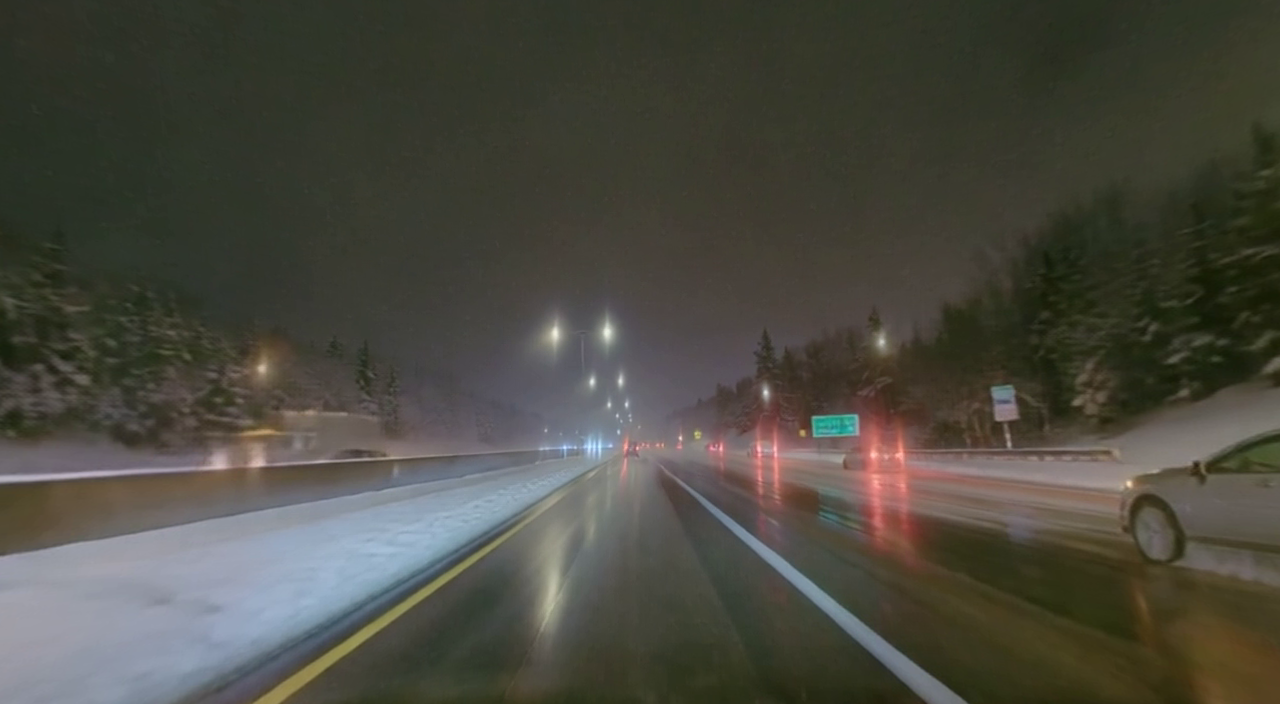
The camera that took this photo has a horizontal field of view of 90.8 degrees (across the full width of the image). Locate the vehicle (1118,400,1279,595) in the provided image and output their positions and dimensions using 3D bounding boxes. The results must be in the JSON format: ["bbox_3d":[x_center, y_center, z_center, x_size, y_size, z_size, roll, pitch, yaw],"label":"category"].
[{"bbox_3d":[6.590,1.185,4.984,2.027,1.679,4.543,0,-9,0],"label":"vehicle"}]

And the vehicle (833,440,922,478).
[{"bbox_3d":[10.511,4.747,28.426,1.962,1.536,4.945,0,-9,-1],"label":"vehicle"}]

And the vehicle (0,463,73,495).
[{"bbox_3d":[-35.628,7.278,36.467,1.879,1.576,4.072,-1,-9,3],"label":"vehicle"}]

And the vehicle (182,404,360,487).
[{"bbox_3d":[-15.375,4.039,27.302,2.814,3.036,7.829,0,-9,1],"label":"vehicle"}]

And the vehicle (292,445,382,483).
[{"bbox_3d":[-11.183,4.121,23.584,1.620,1.274,3.583,0,-8,-1],"label":"vehicle"}]
